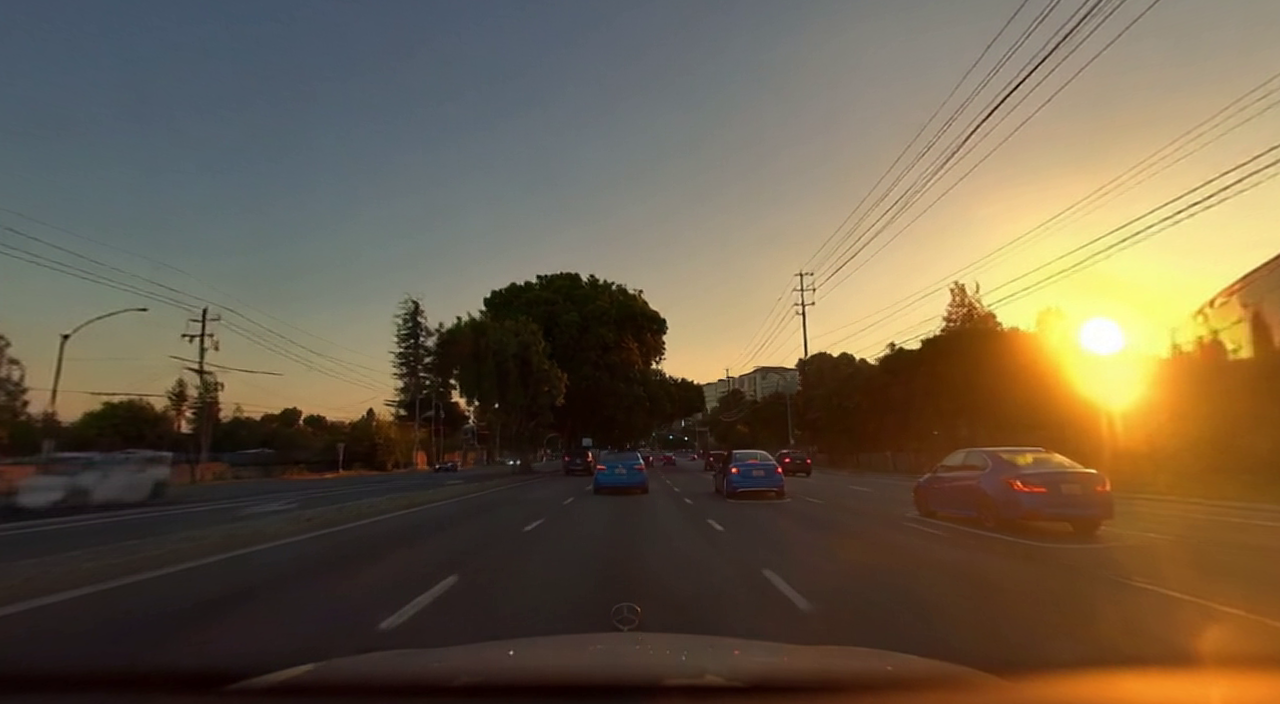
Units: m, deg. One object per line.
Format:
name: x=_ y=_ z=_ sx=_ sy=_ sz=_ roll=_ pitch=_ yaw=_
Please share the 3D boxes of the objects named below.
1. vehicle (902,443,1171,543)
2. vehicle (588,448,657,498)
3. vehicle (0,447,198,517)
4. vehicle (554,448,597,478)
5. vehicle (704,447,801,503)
vehicle: x=6.818 y=2.424 z=11.620 sx=2.004 sy=1.455 sz=4.417 roll=0 pitch=-8 yaw=-1
vehicle: x=-0.545 y=3.989 z=21.276 sx=2.065 sy=1.464 sz=4.216 roll=0 pitch=-8 yaw=-1
vehicle: x=-15.769 y=3.687 z=18.637 sx=2.035 sy=1.762 sz=4.753 roll=0 pitch=-8 yaw=-1
vehicle: x=-3.774 y=6.601 z=37.867 sx=2.073 sy=1.606 sz=4.364 roll=0 pitch=-8 yaw=1
vehicle: x=3.311 y=3.715 z=19.551 sx=2.053 sy=1.490 sz=4.464 roll=0 pitch=-8 yaw=-2
